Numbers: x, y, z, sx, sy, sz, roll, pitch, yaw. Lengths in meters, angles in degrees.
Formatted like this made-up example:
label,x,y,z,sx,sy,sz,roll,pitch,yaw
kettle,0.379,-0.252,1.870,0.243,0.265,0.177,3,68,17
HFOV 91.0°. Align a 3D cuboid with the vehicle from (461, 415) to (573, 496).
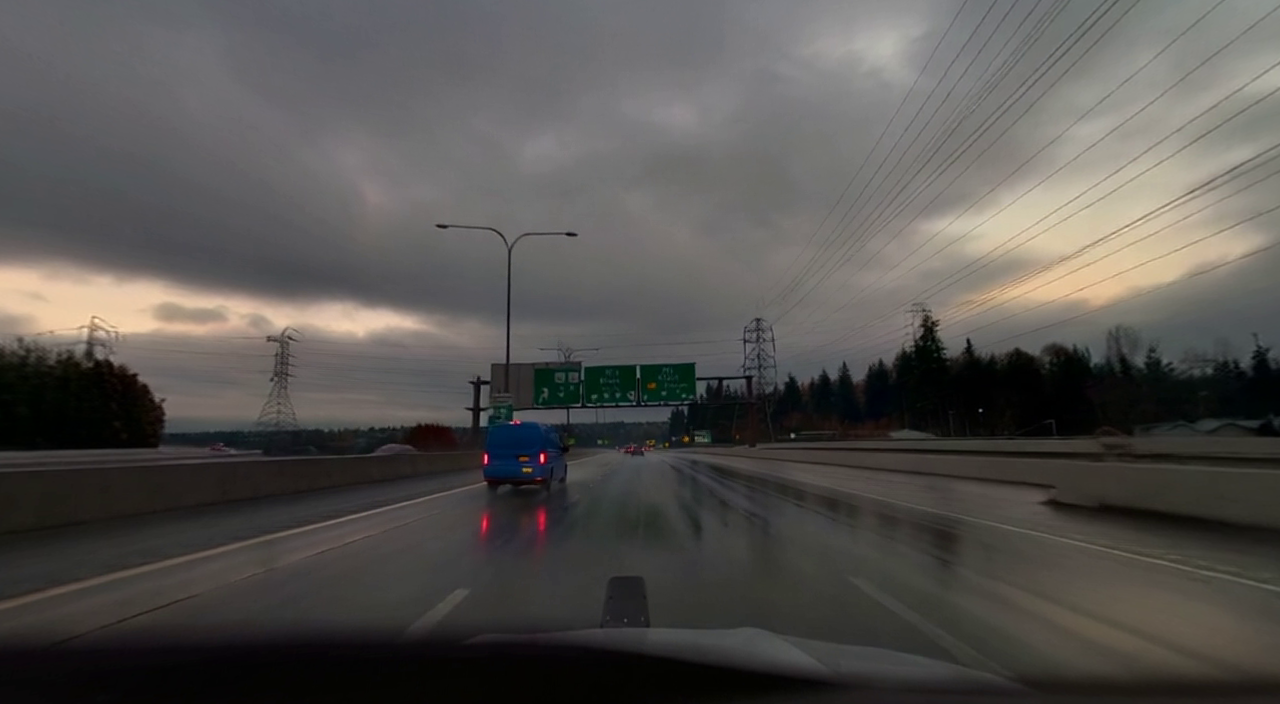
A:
label,x,y,z,sx,sy,sz,roll,pitch,yaw
vehicle,-3.369,2.953,18.311,2.281,2.025,4.586,0,-8,0
